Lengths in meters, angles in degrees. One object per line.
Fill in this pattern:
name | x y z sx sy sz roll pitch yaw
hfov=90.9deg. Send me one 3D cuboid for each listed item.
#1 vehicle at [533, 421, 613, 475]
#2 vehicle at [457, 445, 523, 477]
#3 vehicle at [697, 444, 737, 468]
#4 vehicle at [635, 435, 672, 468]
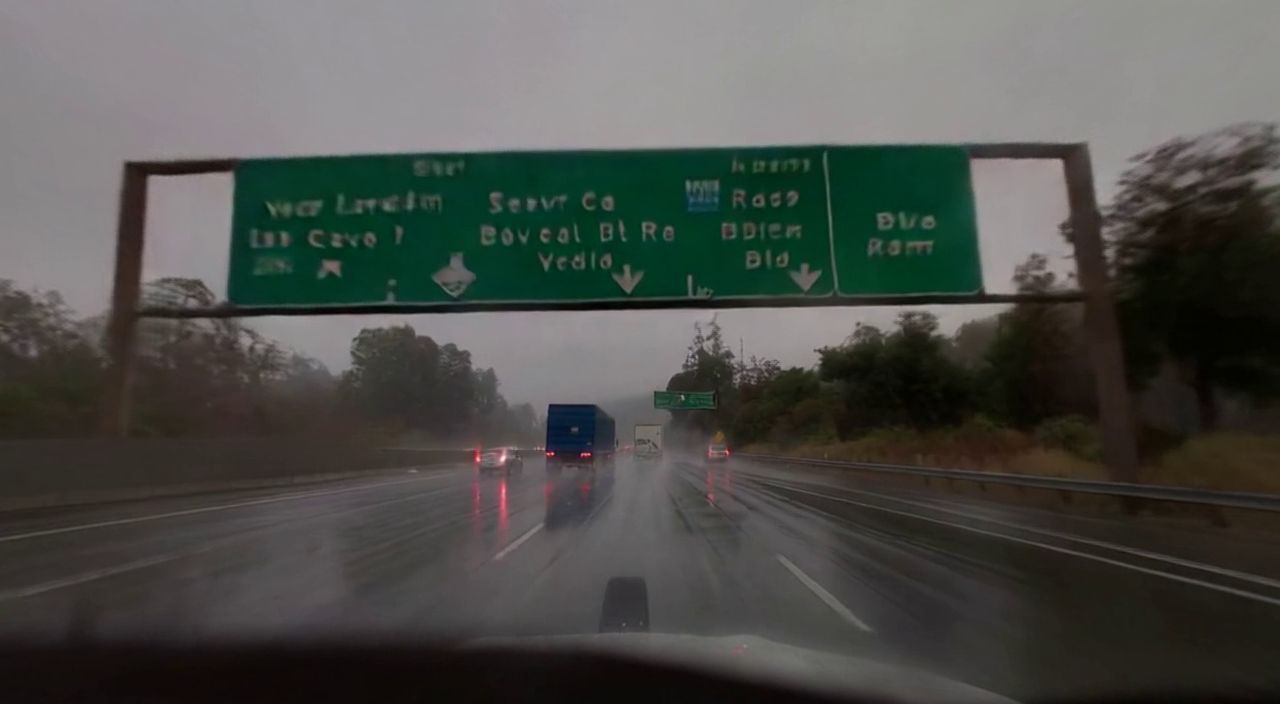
vehicle | -3.354 5.539 36.667 2.854 2.379 16.653 0 -8 0
vehicle | -7.193 5.243 30.688 1.965 1.437 4.592 0 -8 2
vehicle | 4.880 6.668 40.613 1.993 1.474 4.230 0 -8 0
vehicle | 0.845 6.604 42.010 2.309 2.023 5.130 0 -8 1
